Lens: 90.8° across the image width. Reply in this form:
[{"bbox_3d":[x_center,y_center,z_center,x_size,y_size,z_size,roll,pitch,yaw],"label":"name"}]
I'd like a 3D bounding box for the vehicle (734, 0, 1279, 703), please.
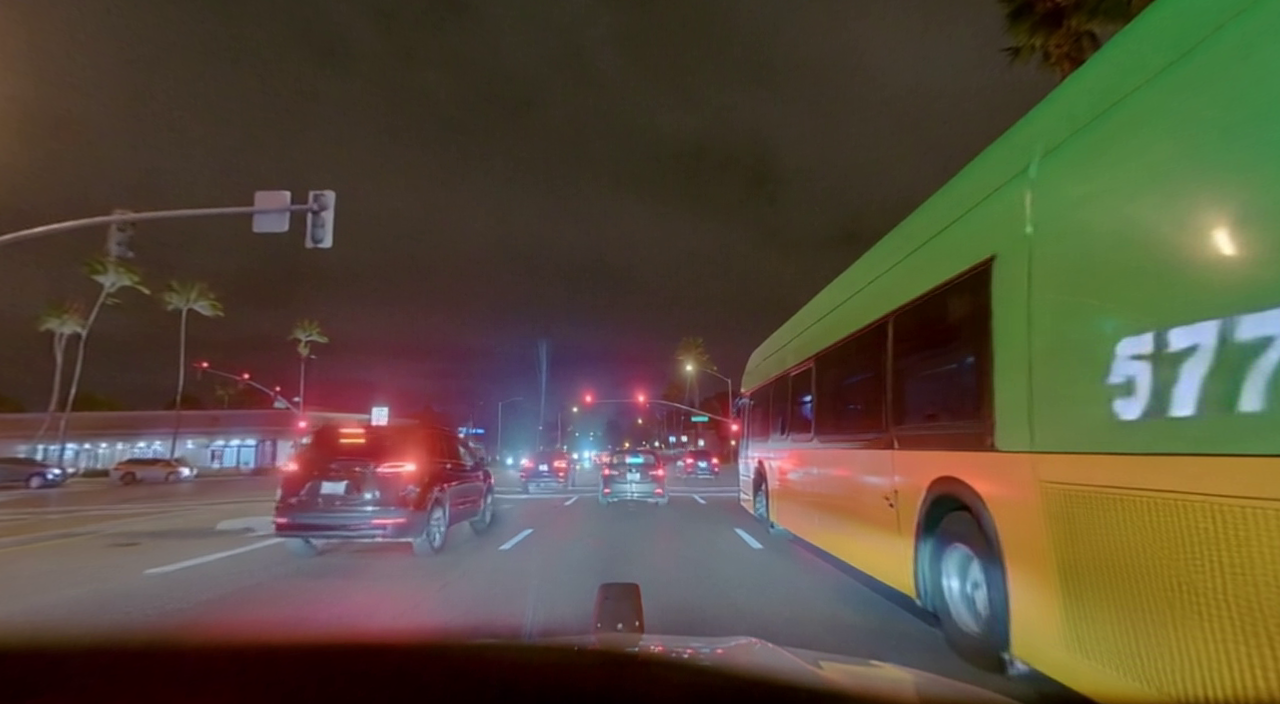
[{"bbox_3d":[3.758,0.511,8.127,3.068,4.026,13.534,0,-9,0],"label":"vehicle"}]

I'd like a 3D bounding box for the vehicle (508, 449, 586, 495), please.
[{"bbox_3d":[-3.061,4.050,21.716,1.919,1.415,4.178,-1,-9,2],"label":"vehicle"}]

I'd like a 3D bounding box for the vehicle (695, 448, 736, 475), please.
[{"bbox_3d":[4.496,6.555,37.990,1.989,1.467,4.364,0,-9,1],"label":"vehicle"}]

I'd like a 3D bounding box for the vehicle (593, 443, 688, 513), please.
[{"bbox_3d":[0.034,3.025,15.636,2.060,1.499,3.831,0,-9,1],"label":"vehicle"}]

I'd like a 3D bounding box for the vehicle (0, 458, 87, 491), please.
[{"bbox_3d":[-36.738,7.304,37.854,4.855,1.812,2.153,1,-9,-6],"label":"vehicle"}]

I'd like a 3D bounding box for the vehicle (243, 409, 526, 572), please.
[{"bbox_3d":[-3.353,1.945,9.709,2.145,1.824,4.974,0,-9,2],"label":"vehicle"}]

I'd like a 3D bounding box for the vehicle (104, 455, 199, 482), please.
[{"bbox_3d":[-34.737,8.297,45.043,4.872,1.622,2.022,-1,-8,-7],"label":"vehicle"}]
